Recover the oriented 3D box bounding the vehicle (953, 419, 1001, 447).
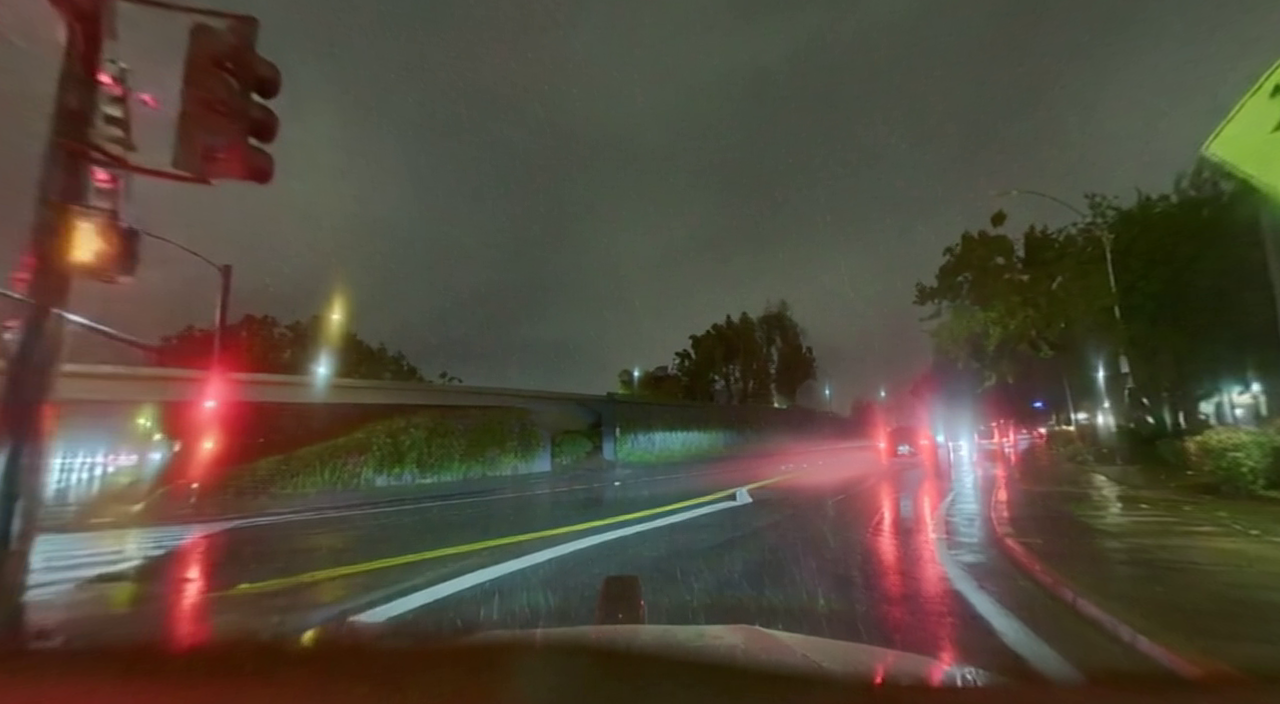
[{"bbox_3d":[24.714,5.962,46.228,2.122,1.954,5.144,-7,-11,37],"label":"vehicle"}]

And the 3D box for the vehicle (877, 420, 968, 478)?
[{"bbox_3d":[9.169,3.104,20.339,1.908,1.622,4.166,-6,-10,33],"label":"vehicle"}]
